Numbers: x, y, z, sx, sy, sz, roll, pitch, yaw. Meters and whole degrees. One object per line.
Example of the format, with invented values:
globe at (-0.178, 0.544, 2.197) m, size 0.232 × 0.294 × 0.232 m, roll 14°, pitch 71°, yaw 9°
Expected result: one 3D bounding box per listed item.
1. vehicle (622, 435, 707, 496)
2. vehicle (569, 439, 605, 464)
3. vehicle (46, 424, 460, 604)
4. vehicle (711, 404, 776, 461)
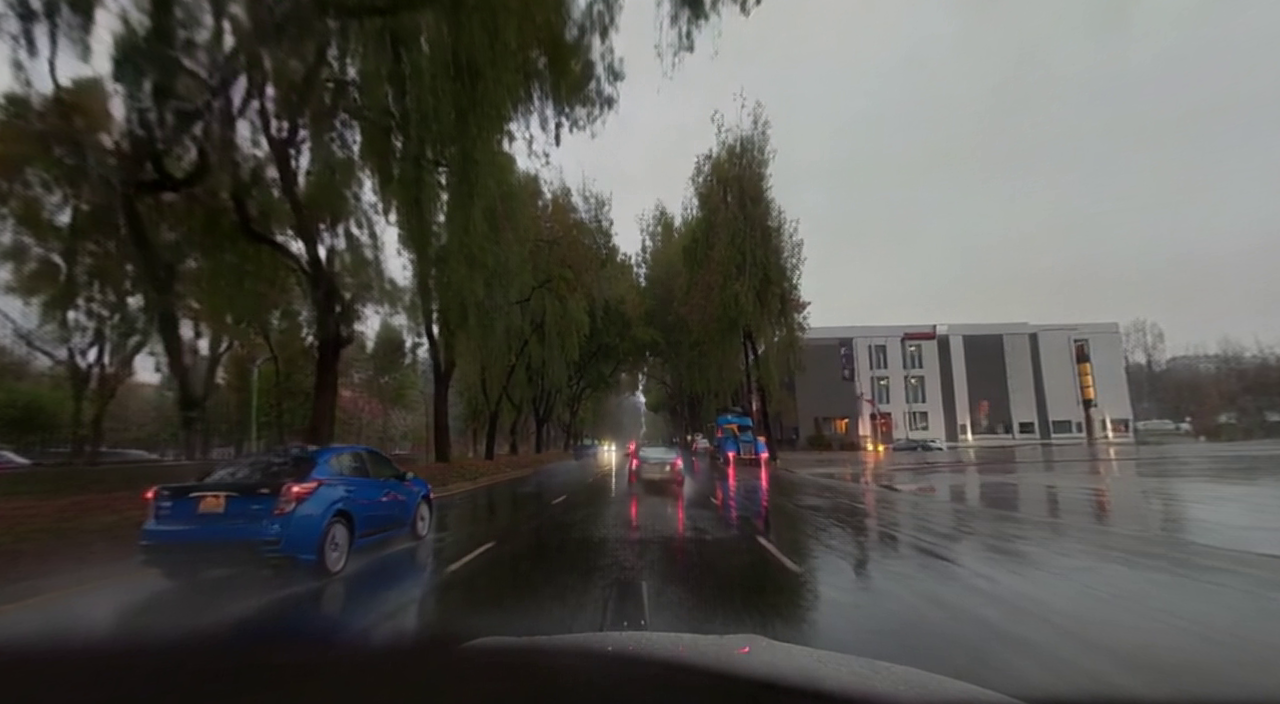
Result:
vehicle at (0.595, 3.089, 17.533) m, size 2.086 × 1.466 × 4.026 m, roll 0°, pitch -8°, yaw 0°
vehicle at (-3.673, 7.010, 44.365) m, size 2.062 × 1.641 × 4.193 m, roll 0°, pitch -8°, yaw 2°
vehicle at (-3.979, 1.727, 7.794) m, size 2.003 × 1.507 × 4.808 m, roll 0°, pitch -8°, yaw 1°
vehicle at (5.999, 4.815, 37.489) m, size 2.736 × 3.078 × 5.825 m, roll -1°, pitch -8°, yaw -1°
